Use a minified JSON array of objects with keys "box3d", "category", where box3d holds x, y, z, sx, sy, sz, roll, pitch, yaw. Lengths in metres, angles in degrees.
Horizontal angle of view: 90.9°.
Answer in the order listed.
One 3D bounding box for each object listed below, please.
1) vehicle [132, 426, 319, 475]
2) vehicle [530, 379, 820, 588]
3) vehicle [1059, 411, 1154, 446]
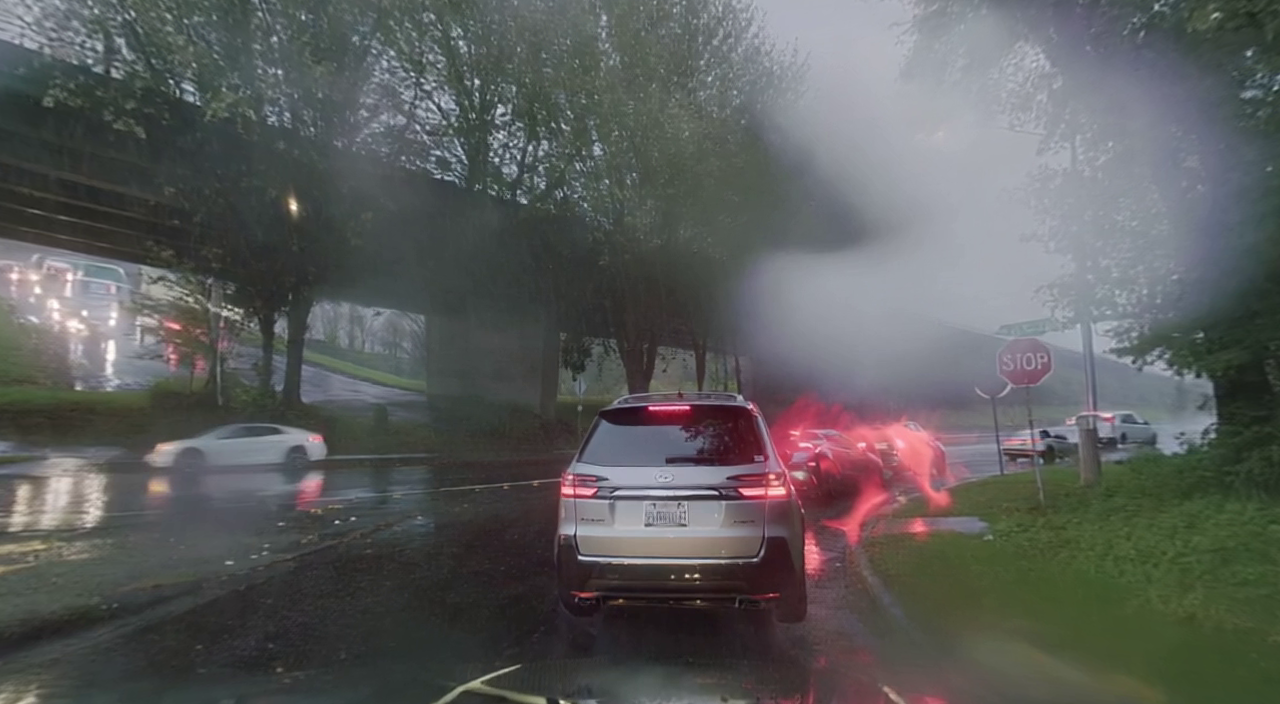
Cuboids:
[{"box3d":[-13.825,3.331,21.440,5.032,1.497,1.897,5,-10,-29],"category":"vehicle"},{"box3d":[0.338,1.466,7.710,2.494,1.804,4.336,0,-9,1],"category":"vehicle"},{"box3d":[24.350,4.028,32.909,4.413,1.717,2.073,4,-10,-27],"category":"vehicle"}]
